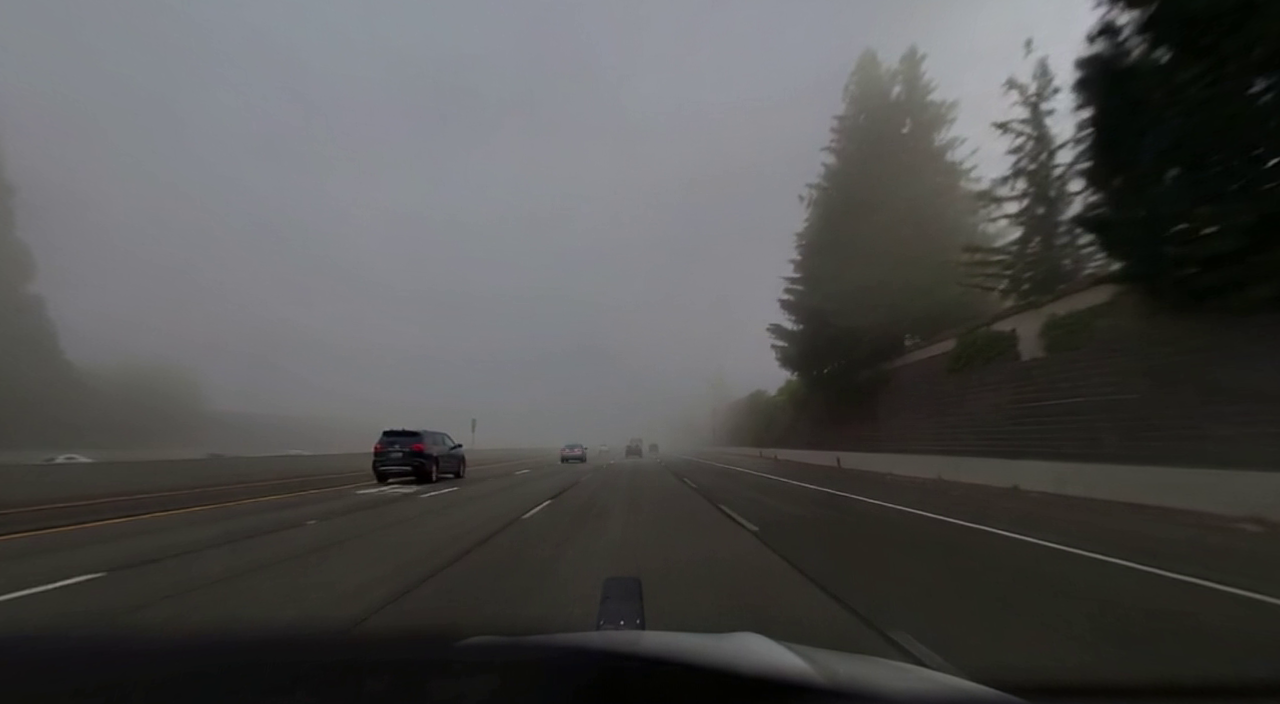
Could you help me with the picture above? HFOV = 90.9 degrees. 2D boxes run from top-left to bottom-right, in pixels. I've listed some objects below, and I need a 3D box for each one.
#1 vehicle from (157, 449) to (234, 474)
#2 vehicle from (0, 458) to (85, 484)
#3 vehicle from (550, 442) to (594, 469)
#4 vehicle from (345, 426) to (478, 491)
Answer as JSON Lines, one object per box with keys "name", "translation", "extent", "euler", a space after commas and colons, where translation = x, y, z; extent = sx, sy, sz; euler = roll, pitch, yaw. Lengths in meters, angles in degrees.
{"name": "vehicle", "translation": [-29.241, 7.193, 41.637], "extent": [1.798, 1.475, 4.485], "euler": [0, -8, 0]}
{"name": "vehicle", "translation": [-36.787, 7.236, 38.504], "extent": [1.801, 1.408, 4.319], "euler": [0, -8, 0]}
{"name": "vehicle", "translation": [-3.946, 6.050, 37.158], "extent": [2.106, 1.452, 4.525], "euler": [0, -8, 0]}
{"name": "vehicle", "translation": [-7.688, 3.658, 22.145], "extent": [2.351, 1.922, 6.335], "euler": [0, -8, 0]}
